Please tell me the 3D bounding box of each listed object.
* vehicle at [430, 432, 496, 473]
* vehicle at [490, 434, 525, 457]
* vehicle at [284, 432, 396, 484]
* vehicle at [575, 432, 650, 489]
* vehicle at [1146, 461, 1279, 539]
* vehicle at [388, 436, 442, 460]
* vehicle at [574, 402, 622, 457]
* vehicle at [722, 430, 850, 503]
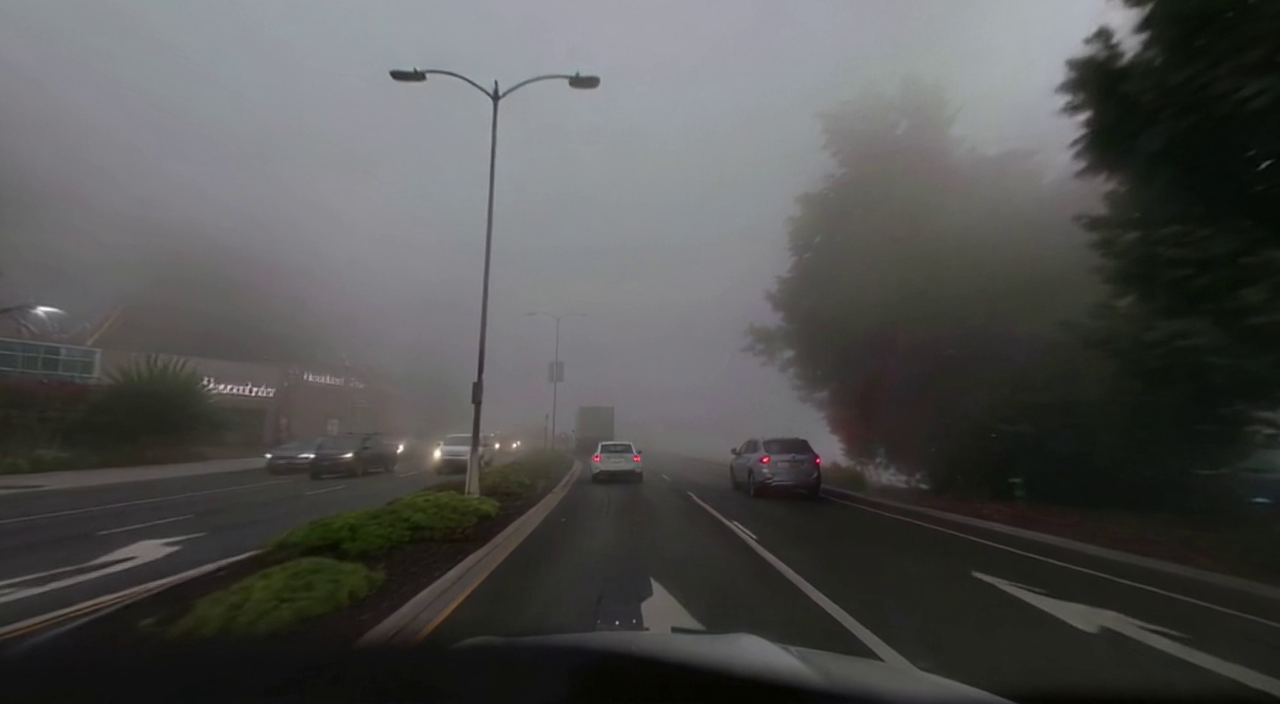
[{"bbox_3d":[-7.492,4.264,27.089,1.966,1.616,4.038,0,-8,-5],"label":"vehicle"},{"bbox_3d":[-9.456,6.666,45.143,2.007,1.532,4.266,0,-7,-6],"label":"vehicle"},{"bbox_3d":[-10.357,3.657,22.176,2.091,1.642,4.299,0,-8,-4],"label":"vehicle"},{"bbox_3d":[-0.835,3.108,18.499,1.991,1.472,3.518,0,-8,-4],"label":"vehicle"},{"bbox_3d":[13.942,3.144,13.594,4.197,1.467,1.928,-2,-8,10],"label":"vehicle"},{"bbox_3d":[-14.625,6.242,41.242,1.889,1.481,4.820,0,-8,-1],"label":"vehicle"},{"bbox_3d":[-3.067,5.467,44.122,2.917,3.482,6.946,1,-8,-7],"label":"vehicle"},{"bbox_3d":[3.256,2.618,14.948,1.889,1.480,3.876,0,-8,-4],"label":"vehicle"}]
